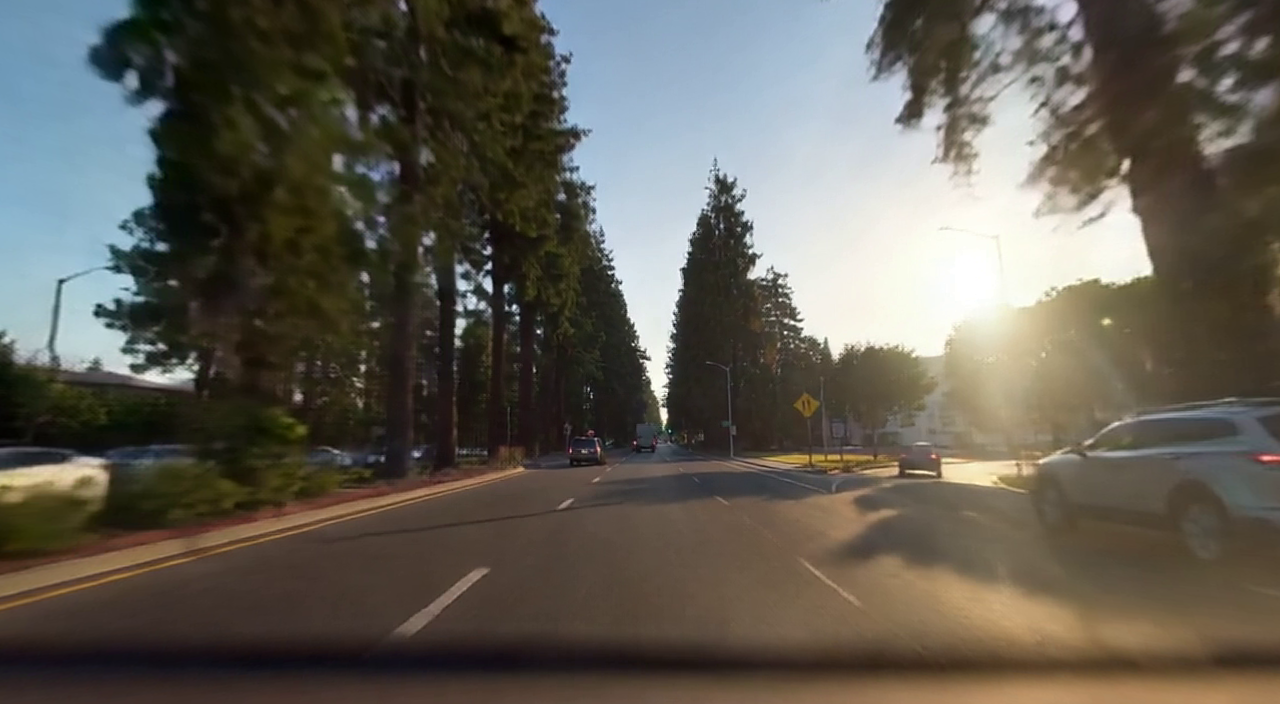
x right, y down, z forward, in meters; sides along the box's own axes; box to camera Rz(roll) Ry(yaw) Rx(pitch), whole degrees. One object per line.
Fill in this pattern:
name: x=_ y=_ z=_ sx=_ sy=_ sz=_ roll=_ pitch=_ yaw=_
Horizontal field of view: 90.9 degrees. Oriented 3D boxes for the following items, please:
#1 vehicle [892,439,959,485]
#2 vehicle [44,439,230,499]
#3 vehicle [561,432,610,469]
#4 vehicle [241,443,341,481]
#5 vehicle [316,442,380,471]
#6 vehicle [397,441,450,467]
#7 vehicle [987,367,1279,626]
vehicle: x=12.077 y=4.614 z=26.869 sx=2.280 sy=1.757 sz=4.572 roll=-4 pitch=-9 yaw=22
vehicle: x=-16.539 y=3.837 z=21.176 sx=2.163 sy=1.761 sz=4.848 roll=0 pitch=-9 yaw=1
vehicle: x=-3.054 y=5.683 z=36.430 sx=2.255 sy=1.940 sz=4.822 roll=0 pitch=-9 yaw=2
vehicle: x=-16.477 y=5.195 z=30.092 sx=2.042 sy=1.654 sz=4.603 roll=0 pitch=-9 yaw=1
vehicle: x=-19.692 y=7.058 z=42.760 sx=2.036 sy=1.770 sz=4.623 roll=1 pitch=-9 yaw=0
vehicle: x=-16.008 y=7.564 z=46.935 sx=2.182 sy=1.790 sz=4.713 roll=0 pitch=-9 yaw=1
vehicle: x=6.550 y=1.493 z=7.273 sx=2.381 sy=2.008 sz=5.971 roll=-1 pitch=-9 yaw=8
